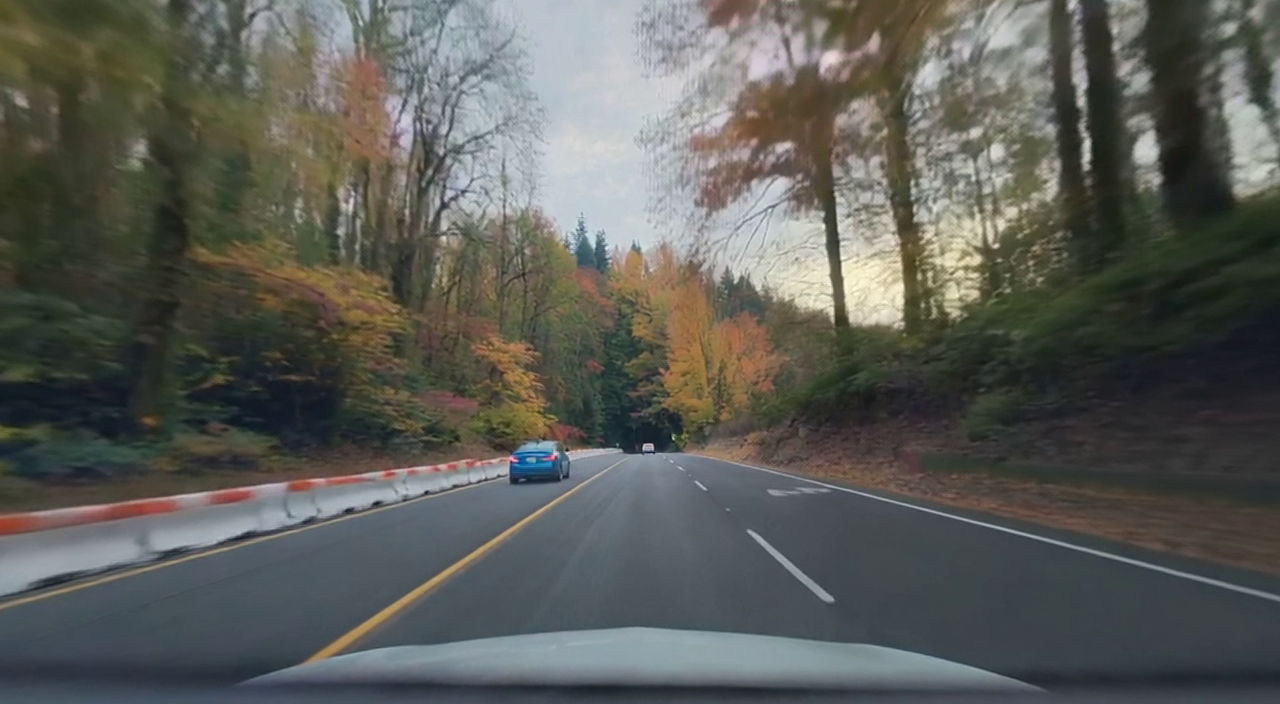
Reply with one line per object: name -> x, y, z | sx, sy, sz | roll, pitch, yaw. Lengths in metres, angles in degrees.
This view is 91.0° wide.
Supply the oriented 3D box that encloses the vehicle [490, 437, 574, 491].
vehicle -> -3.274, 3.466, 19.869 | 1.902, 1.505, 4.016 | 0, -8, 1
